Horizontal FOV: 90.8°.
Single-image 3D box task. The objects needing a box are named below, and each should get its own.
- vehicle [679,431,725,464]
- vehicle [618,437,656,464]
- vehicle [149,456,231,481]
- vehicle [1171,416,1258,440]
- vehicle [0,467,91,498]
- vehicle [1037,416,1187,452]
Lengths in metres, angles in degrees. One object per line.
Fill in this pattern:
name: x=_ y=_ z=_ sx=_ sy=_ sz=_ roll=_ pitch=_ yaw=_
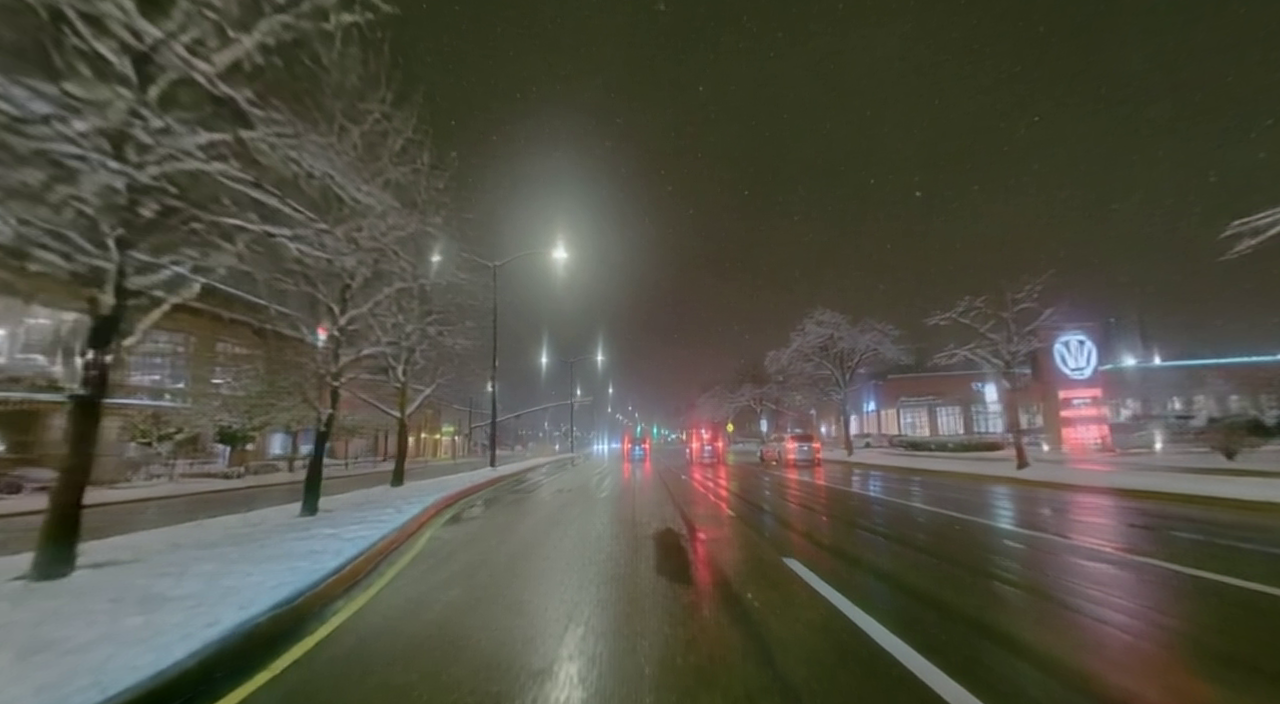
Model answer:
vehicle: x=3.329 y=5.254 z=34.727 sx=2.100 sy=1.683 sz=4.231 roll=0 pitch=-8 yaw=0
vehicle: x=-0.197 y=5.736 z=36.916 sx=2.110 sy=1.476 sz=4.294 roll=0 pitch=-8 yaw=-1
vehicle: x=-29.891 y=7.744 z=42.034 sx=4.033 sy=1.531 sz=1.789 roll=0 pitch=-9 yaw=-3
vehicle: x=38.880 y=5.219 z=42.927 sx=1.881 sy=1.476 sz=4.437 roll=-1 pitch=-8 yaw=3
vehicle: x=-30.014 y=6.436 z=31.277 sx=4.040 sy=1.389 sz=1.664 roll=0 pitch=-9 yaw=-1
vehicle: x=20.528 y=3.620 z=27.630 sx=4.813 sy=1.483 sz=2.129 roll=0 pitch=-8 yaw=0
